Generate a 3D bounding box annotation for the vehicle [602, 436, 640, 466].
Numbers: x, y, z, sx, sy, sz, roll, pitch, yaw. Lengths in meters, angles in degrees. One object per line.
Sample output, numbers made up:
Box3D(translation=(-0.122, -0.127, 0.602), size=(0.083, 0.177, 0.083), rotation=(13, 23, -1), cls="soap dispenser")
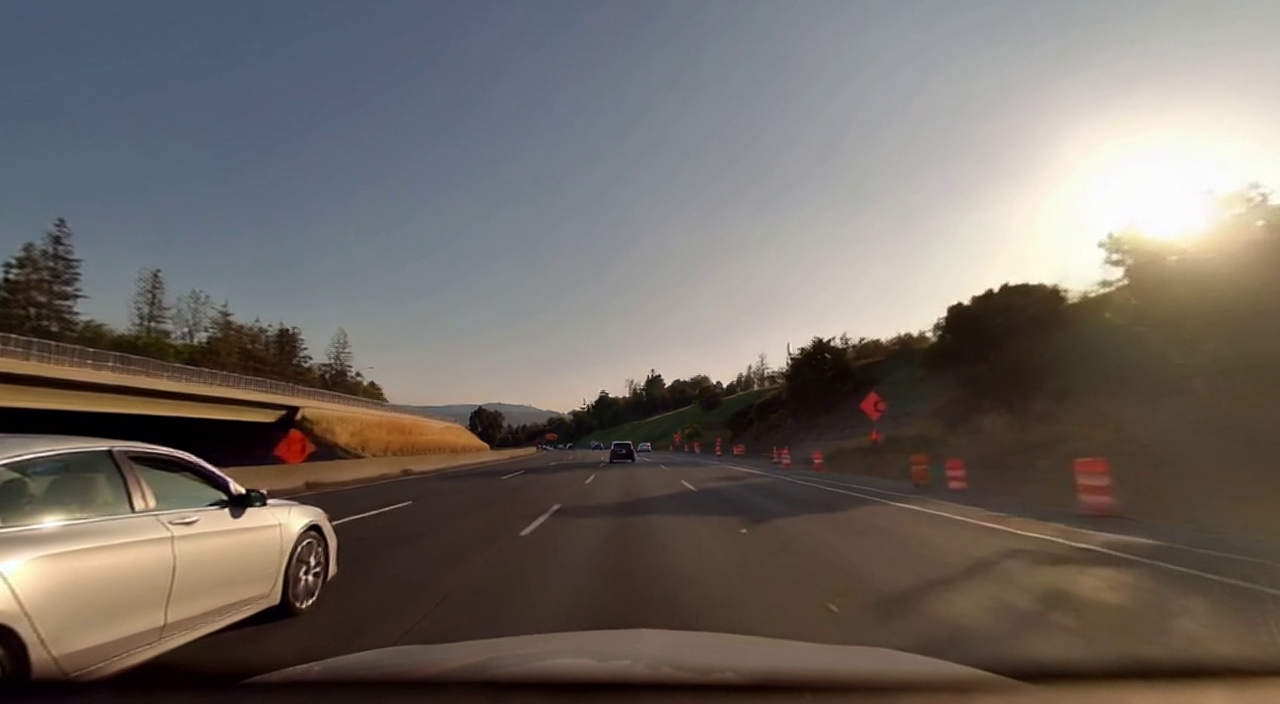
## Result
Box3D(translation=(-1.324, 6.417, 40.982), size=(2.328, 1.805, 4.502), rotation=(0, -8, -3), cls="vehicle")
